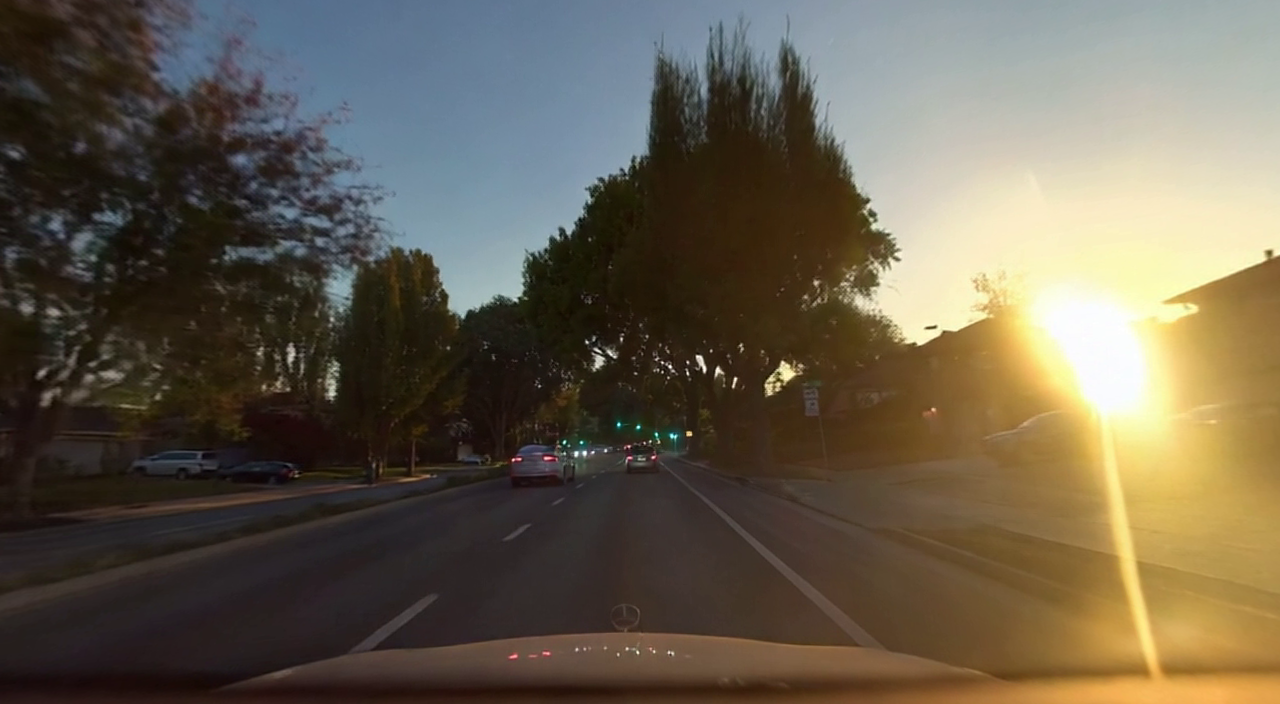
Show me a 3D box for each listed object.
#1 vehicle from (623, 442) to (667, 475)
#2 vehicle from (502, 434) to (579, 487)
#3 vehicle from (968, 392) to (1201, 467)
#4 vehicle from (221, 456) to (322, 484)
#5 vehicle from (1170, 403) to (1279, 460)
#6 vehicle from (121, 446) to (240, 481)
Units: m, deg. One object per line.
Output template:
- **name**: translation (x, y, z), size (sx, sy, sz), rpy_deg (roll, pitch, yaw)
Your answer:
- **vehicle**: translation (0.257, 5.265, 31.564), size (2.062, 1.518, 3.901), rpy_deg (0, -8, 0)
- **vehicle**: translation (-3.591, 4.005, 23.725), size (2.157, 1.771, 4.452), rpy_deg (0, -8, 0)
- **vehicle**: translation (15.599, 2.767, 22.498), size (6.374, 2.098, 2.415), rpy_deg (-4, -8, -1)
- **vehicle**: translation (-21.933, 7.007, 37.733), size (4.792, 1.551, 1.931), rpy_deg (0, -8, -1)
- **vehicle**: translation (17.880, 2.196, 17.429), size (4.522, 1.495, 2.071), rpy_deg (-1, -8, 4)
- **vehicle**: translation (-27.656, 6.708, 38.170), size (5.466, 1.963, 2.174), rpy_deg (0, -8, 0)
